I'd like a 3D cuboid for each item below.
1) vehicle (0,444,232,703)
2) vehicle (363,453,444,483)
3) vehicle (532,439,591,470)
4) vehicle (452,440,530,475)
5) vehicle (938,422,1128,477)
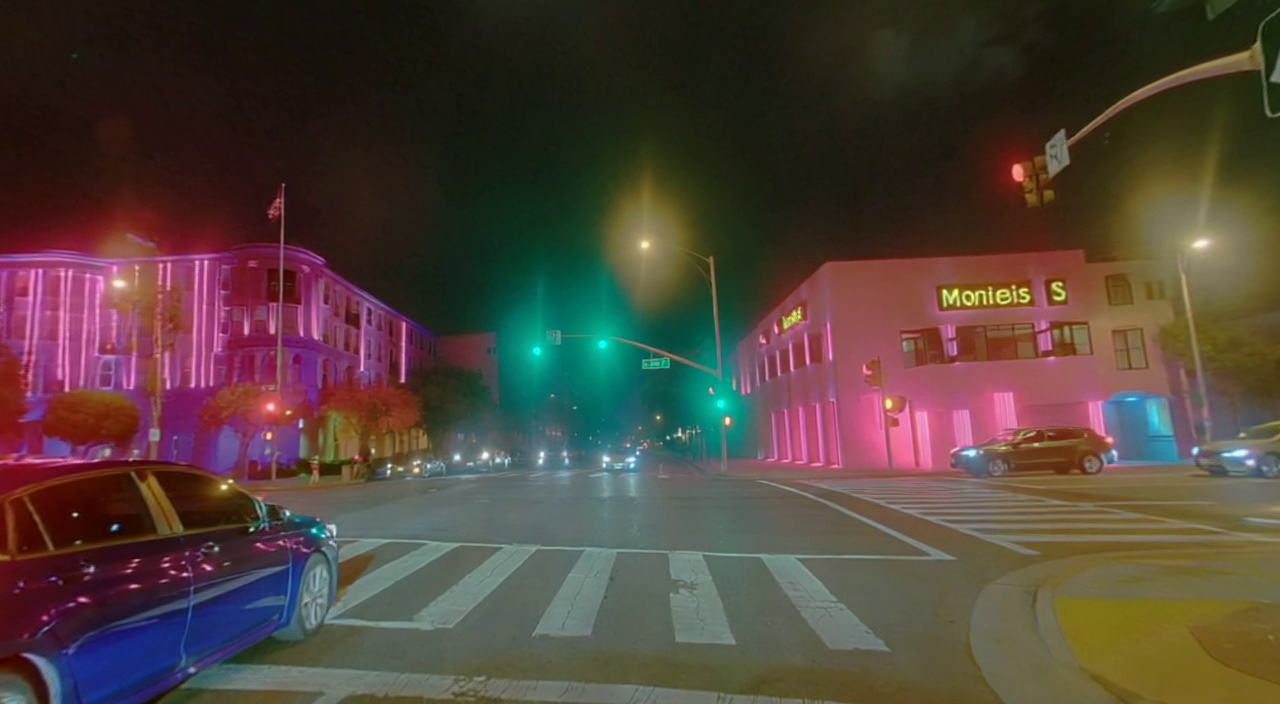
[{"bbox_3d":[-3.712,0.981,2.152,1.759,1.325,4.295,0,-9,0],"label":"vehicle"},{"bbox_3d":[-12.600,6.174,33.875,1.976,1.425,4.567,-1,-9,9],"label":"vehicle"},{"bbox_3d":[-4.505,5.980,36.871,1.928,1.647,4.575,-2,-9,13],"label":"vehicle"},{"bbox_3d":[-8.393,5.981,36.050,2.152,1.825,5.406,-2,-9,12],"label":"vehicle"},{"bbox_3d":[11.563,2.899,18.800,4.355,1.546,1.820,-1,-9,6],"label":"vehicle"}]
